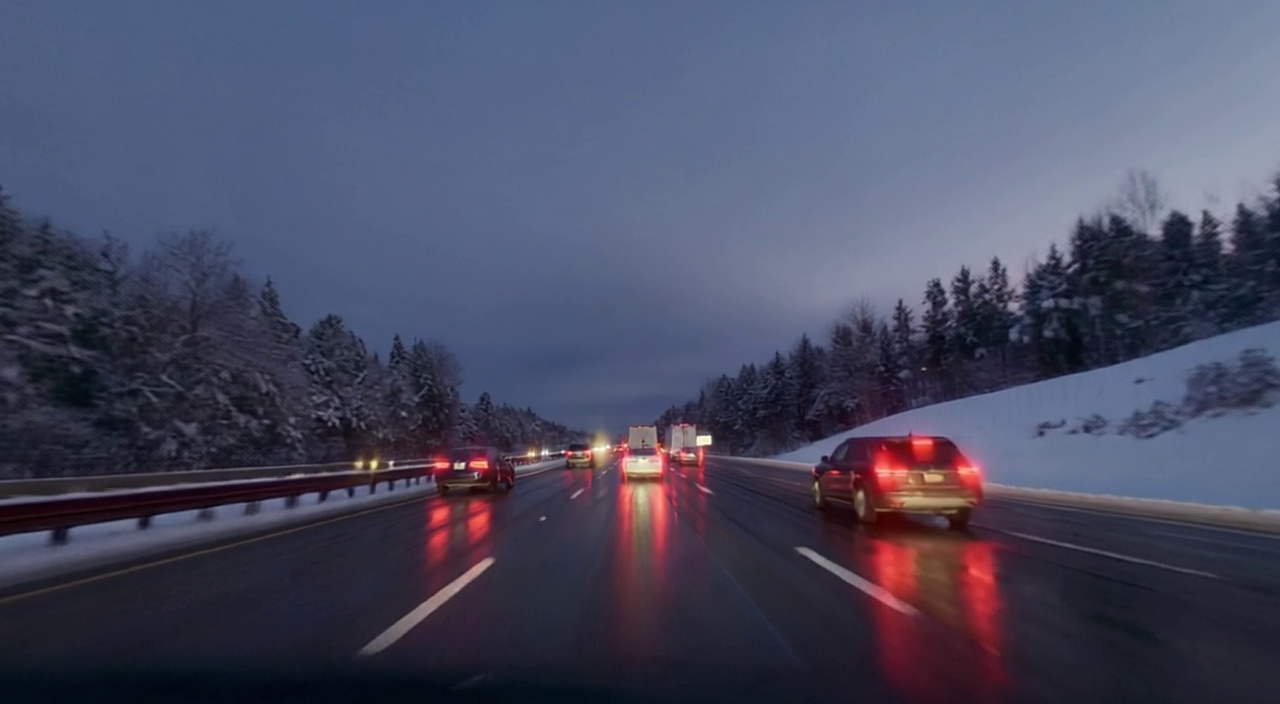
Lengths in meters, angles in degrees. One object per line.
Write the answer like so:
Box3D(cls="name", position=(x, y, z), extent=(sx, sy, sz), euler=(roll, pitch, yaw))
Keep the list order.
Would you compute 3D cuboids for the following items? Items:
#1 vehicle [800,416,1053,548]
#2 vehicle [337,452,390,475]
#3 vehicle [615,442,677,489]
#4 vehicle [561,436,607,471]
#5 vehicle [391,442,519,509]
Box3D(cls="vehicle", position=(4.188, 1.974, 10.095), extent=(2.018, 1.639, 4.149), euler=(0, -9, -1))
Box3D(cls="vehicle", position=(-20.291, 8.157, 46.223), extent=(1.901, 1.582, 4.159), euler=(-1, -9, 2))
Box3D(cls="vehicle", position=(0.196, 4.098, 22.870), extent=(2.015, 1.526, 4.286), euler=(0, -9, 0))
Box3D(cls="vehicle", position=(-3.320, 6.156, 38.025), extent=(2.230, 1.973, 4.403), euler=(-1, -9, 2))
Box3D(cls="vehicle", position=(-4.591, 3.127, 16.343), extent=(1.967, 1.473, 4.439), euler=(0, -9, 0))
